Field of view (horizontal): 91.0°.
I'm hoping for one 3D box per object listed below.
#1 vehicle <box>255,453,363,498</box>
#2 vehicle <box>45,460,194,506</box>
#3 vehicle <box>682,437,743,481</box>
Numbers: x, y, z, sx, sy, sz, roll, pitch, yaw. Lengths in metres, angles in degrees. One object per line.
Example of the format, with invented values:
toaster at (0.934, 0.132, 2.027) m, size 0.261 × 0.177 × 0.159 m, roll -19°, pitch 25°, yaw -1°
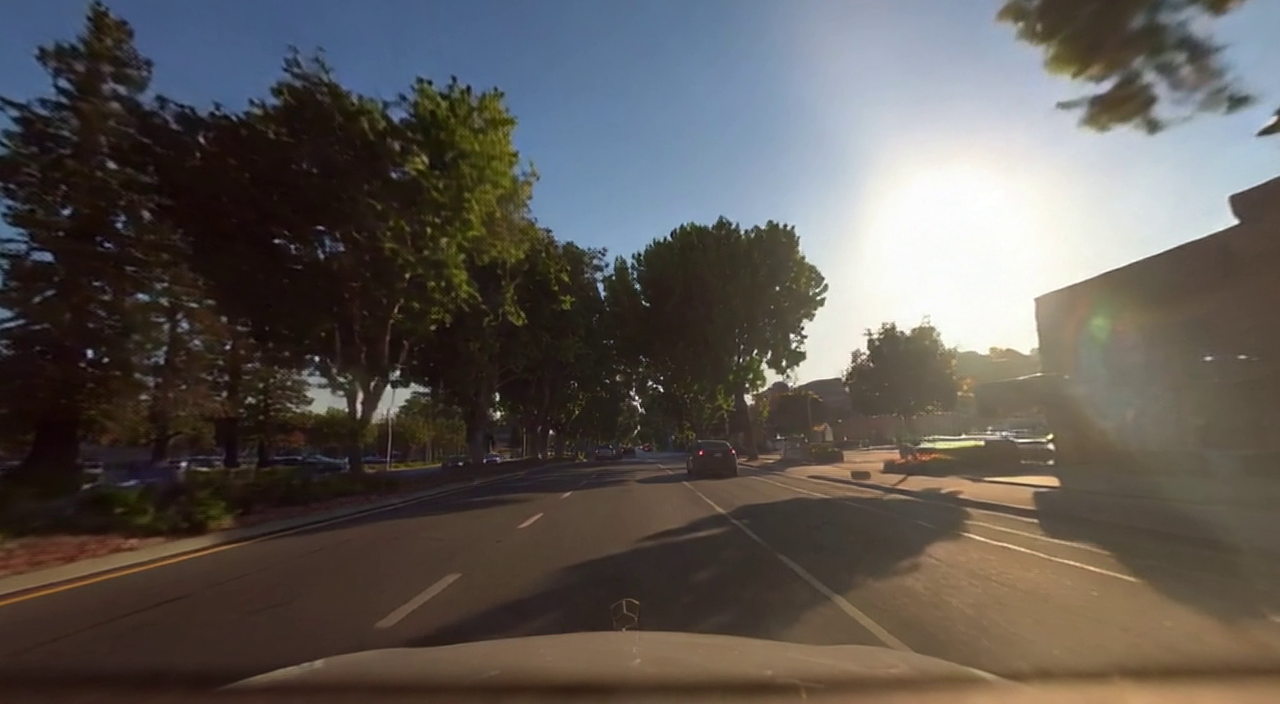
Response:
vehicle at (-12.746, 4.740, 24.559) m, size 1.921 × 1.520 × 4.231 m, roll 0°, pitch -8°, yaw -1°
vehicle at (-19.797, 4.972, 24.261) m, size 1.881 × 1.497 × 4.488 m, roll 0°, pitch -8°, yaw 0°
vehicle at (3.093, 4.663, 27.696) m, size 2.083 × 1.743 × 4.354 m, roll 0°, pitch -8°, yaw -1°
